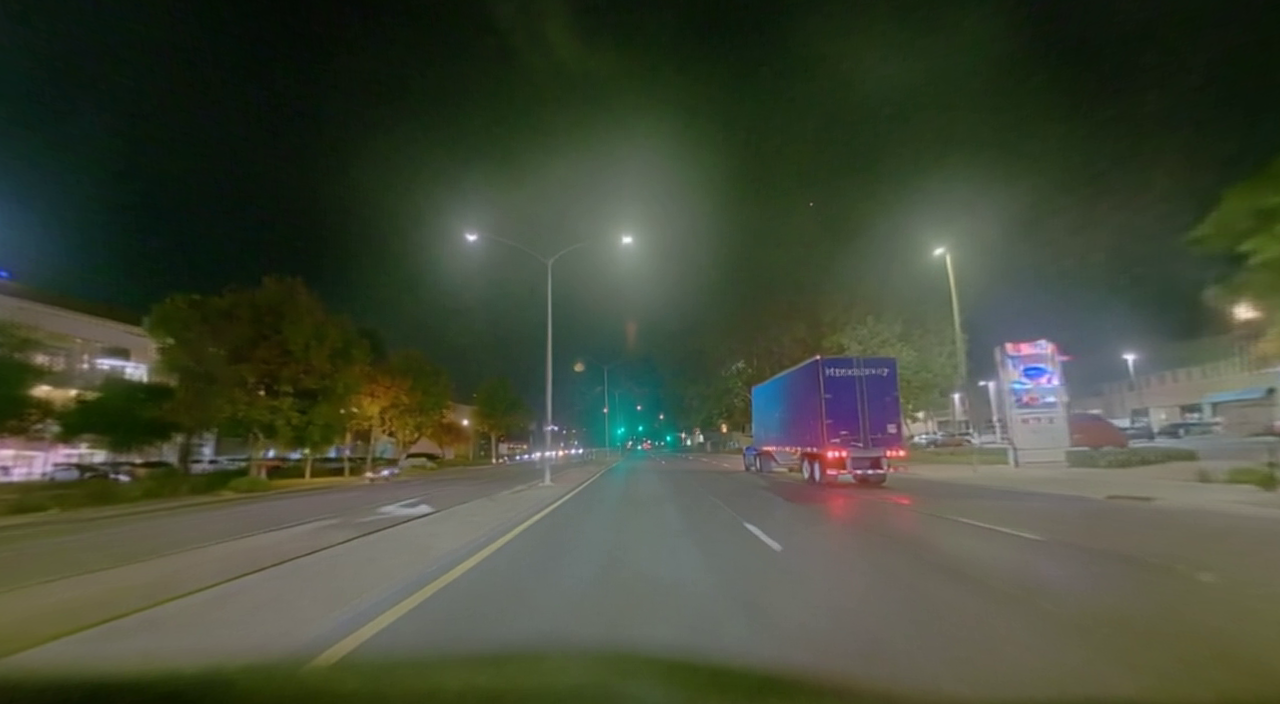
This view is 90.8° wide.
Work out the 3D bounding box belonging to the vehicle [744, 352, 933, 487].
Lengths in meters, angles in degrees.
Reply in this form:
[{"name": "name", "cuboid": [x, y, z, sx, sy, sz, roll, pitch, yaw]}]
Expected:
[{"name": "vehicle", "cuboid": [6.537, 2.727, 23.633, 3.120, 3.794, 11.510, 0, -8, -1]}]
